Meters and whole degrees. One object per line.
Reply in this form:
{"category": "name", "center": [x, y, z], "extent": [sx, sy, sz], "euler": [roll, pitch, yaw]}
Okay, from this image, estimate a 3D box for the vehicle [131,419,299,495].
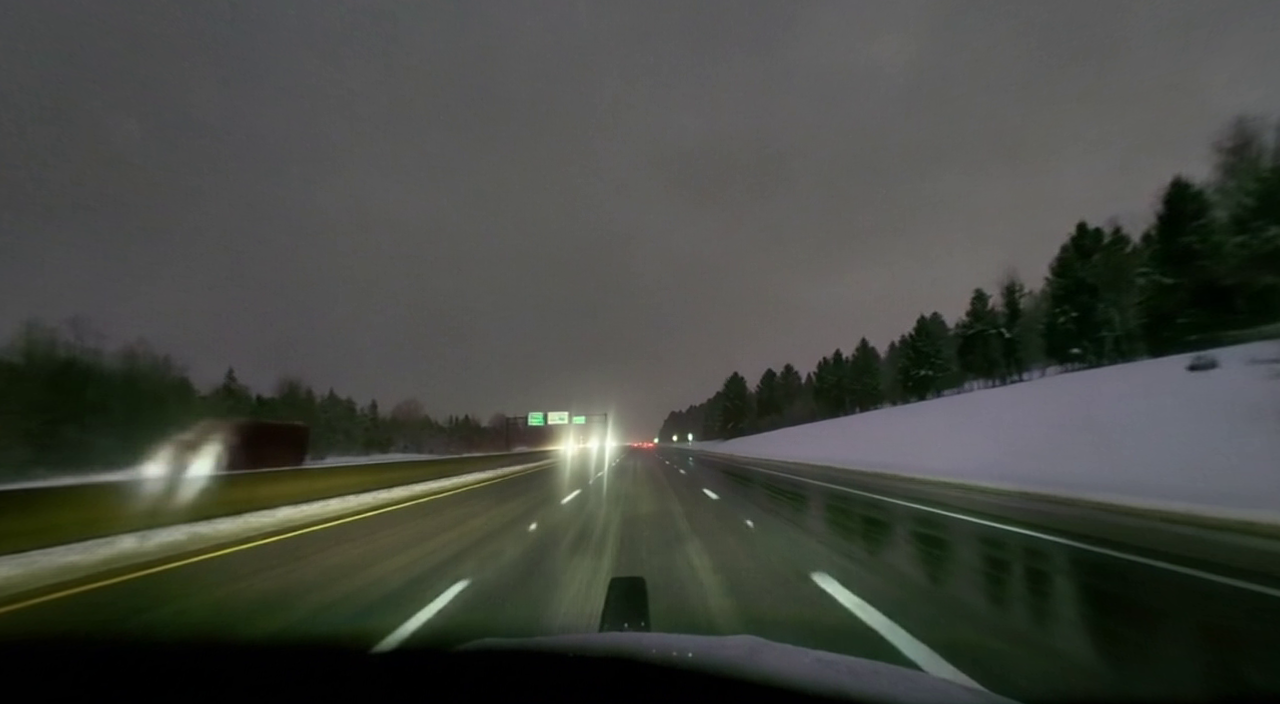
{"category": "vehicle", "center": [-18.741, 4.665, 28.451], "extent": [2.651, 3.017, 6.875], "euler": [0, -8, 1]}
